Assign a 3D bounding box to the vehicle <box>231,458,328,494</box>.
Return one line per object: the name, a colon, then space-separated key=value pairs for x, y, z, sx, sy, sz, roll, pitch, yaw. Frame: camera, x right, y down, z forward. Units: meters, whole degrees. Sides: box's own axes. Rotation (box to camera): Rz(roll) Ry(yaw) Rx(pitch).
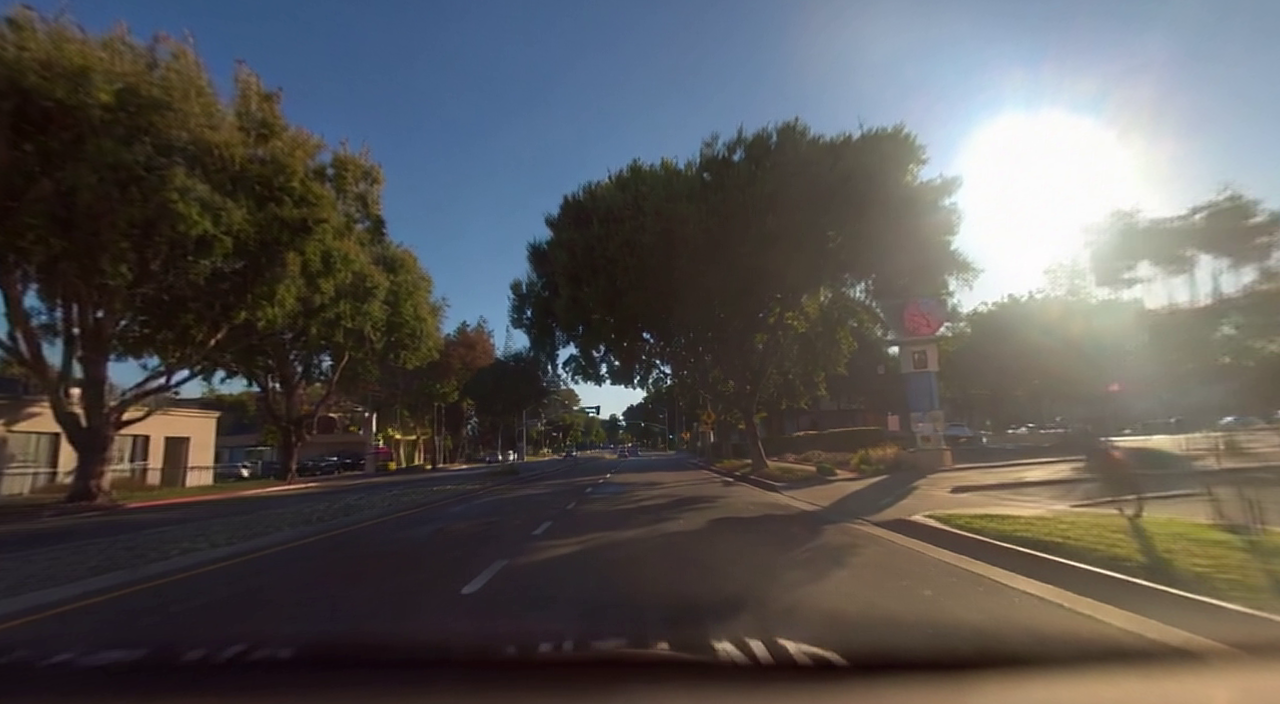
vehicle: x=-17.405 y=5.972 z=30.579 sx=1.861 sy=1.541 sz=4.530 roll=-1 pitch=-9 yaw=3
